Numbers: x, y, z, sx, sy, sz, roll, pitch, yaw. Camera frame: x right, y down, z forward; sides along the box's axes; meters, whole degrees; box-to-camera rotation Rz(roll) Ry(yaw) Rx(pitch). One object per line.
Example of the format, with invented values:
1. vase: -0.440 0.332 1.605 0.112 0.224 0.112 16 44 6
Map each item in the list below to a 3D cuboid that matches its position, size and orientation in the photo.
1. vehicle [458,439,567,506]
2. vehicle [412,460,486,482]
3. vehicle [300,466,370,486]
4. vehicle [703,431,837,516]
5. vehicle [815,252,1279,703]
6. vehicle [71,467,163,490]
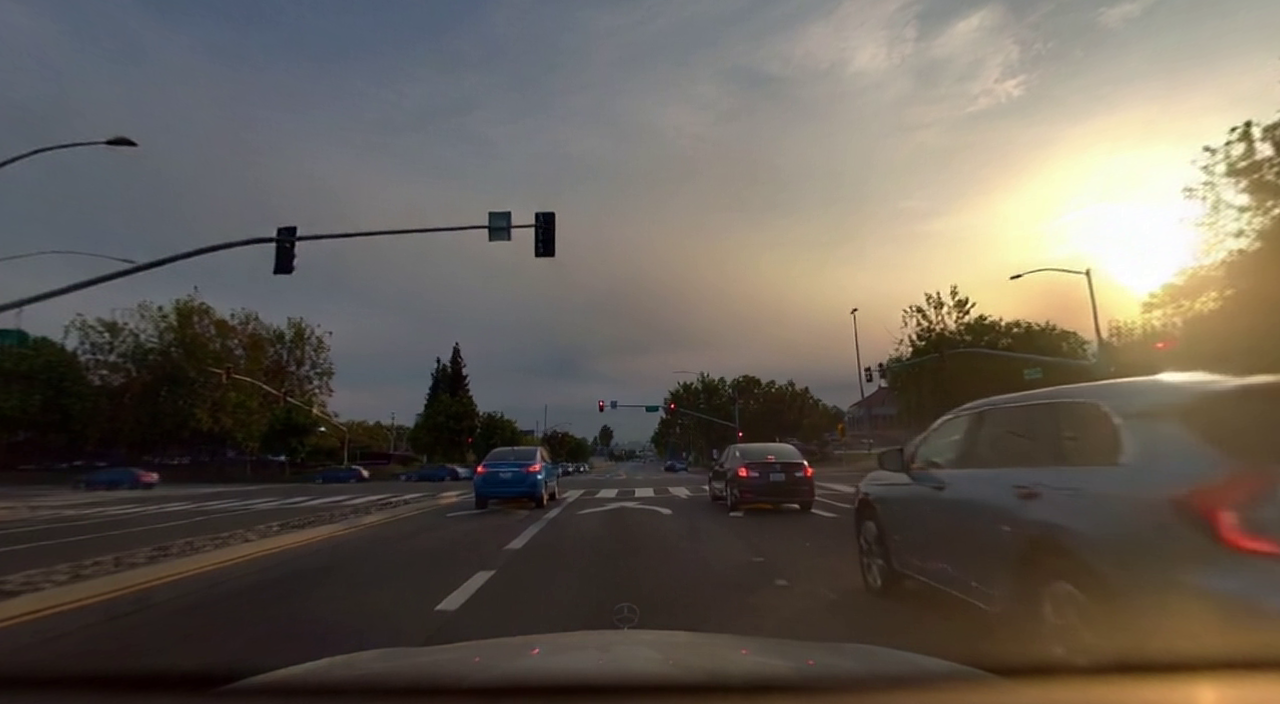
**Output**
1. vehicle: -3.125 3.041 16.336 1.969 1.513 3.773 0 -9 1
2. vehicle: -13.973 8.708 46.307 4.825 1.483 1.817 0 -9 -2
3. vehicle: -23.550 9.565 48.844 4.461 1.469 1.788 0 -9 -2
4. vehicle: 2.816 2.773 14.913 2.099 1.671 4.491 0 -9 -1
5. vehicle: 2.923 0.895 3.840 2.247 1.738 4.818 0 -9 -1
6. vehicle: -37.373 9.054 45.196 4.817 1.482 1.829 0 -9 -2
